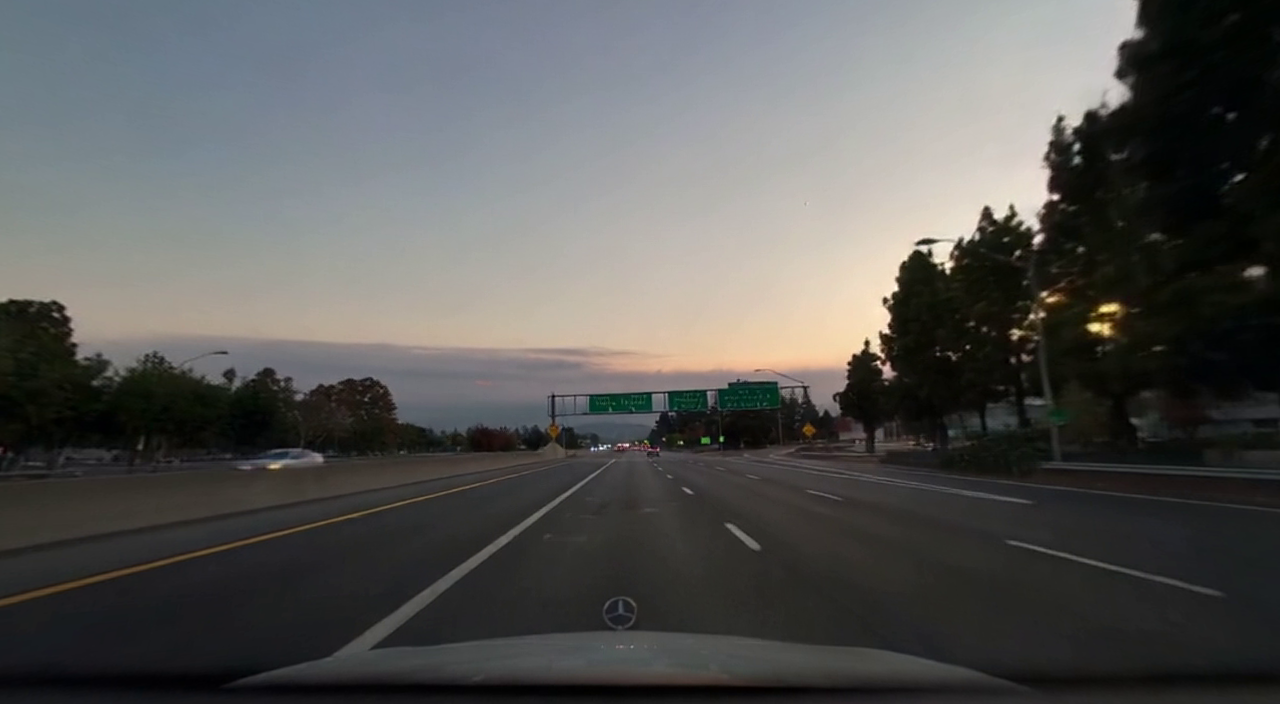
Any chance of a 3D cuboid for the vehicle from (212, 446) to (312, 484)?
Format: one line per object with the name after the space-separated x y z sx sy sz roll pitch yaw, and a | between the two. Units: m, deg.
-17.421 5.197 29.401 1.871 1.616 4.427 0 -9 0 | vehicle
